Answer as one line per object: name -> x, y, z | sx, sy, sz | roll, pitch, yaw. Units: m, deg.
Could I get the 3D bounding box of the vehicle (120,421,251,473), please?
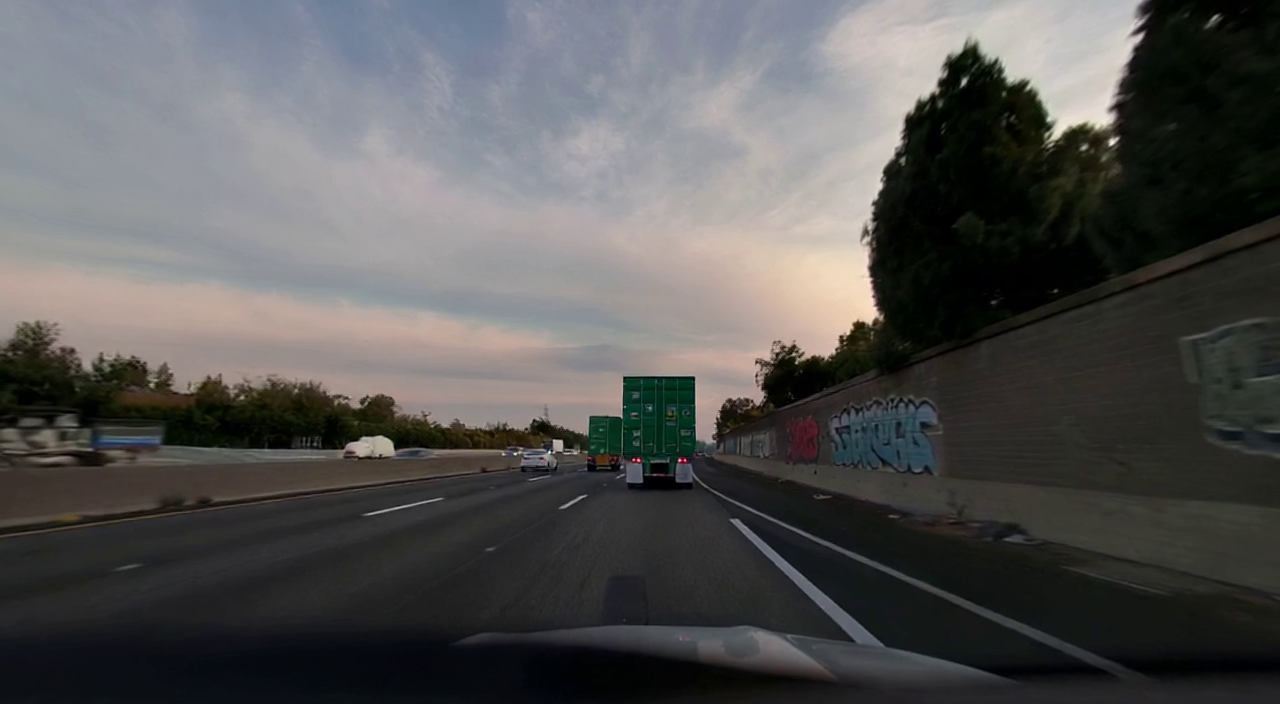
vehicle -> -24.519, 5.184, 34.379 | 2.602, 2.581, 5.506 | -1, -9, 6

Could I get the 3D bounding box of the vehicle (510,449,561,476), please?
vehicle -> -6.159, 6.567, 37.785 | 1.962, 1.471, 4.792 | 0, -9, 4

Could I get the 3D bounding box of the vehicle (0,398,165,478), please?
vehicle -> -25.214, 3.816, 27.810 | 2.651, 3.031, 7.034 | 0, -9, 3

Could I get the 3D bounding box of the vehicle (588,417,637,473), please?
vehicle -> -1.885, 6.946, 46.968 | 2.713, 3.704, 9.148 | 0, -9, 3

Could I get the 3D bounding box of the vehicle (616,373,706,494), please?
vehicle -> 1.009, 3.554, 26.723 | 2.997, 4.069, 10.871 | 0, -9, 3

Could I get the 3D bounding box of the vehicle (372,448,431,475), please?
vehicle -> -14.724, 6.753, 39.101 | 1.910, 1.554, 3.915 | 0, -9, 3
